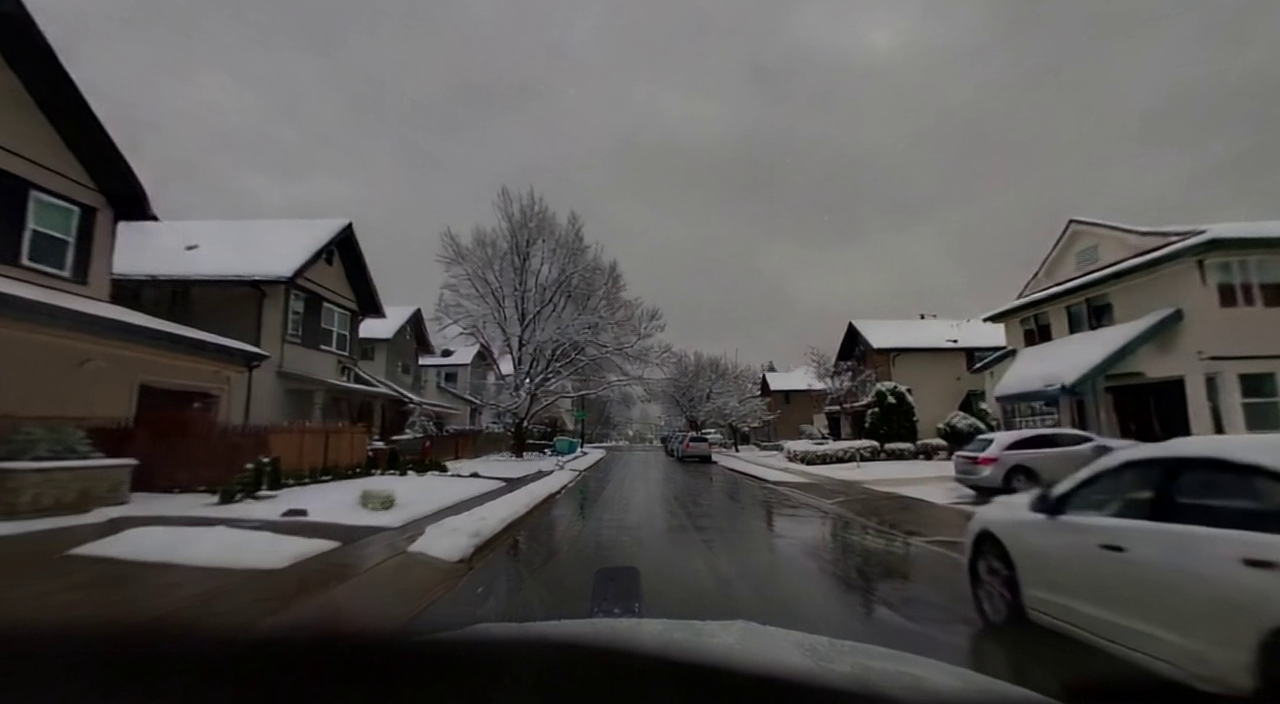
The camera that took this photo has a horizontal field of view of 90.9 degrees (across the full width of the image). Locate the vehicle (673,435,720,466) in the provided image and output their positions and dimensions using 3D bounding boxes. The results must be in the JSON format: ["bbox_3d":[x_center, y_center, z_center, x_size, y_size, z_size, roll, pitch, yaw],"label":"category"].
[{"bbox_3d":[2.923,5.185,33.467,1.955,1.498,4.046,0,-8,-3],"label":"vehicle"}]

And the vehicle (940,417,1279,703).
[{"bbox_3d":[3.370,1.104,3.181,1.838,1.496,3.735,0,-8,0],"label":"vehicle"}]
